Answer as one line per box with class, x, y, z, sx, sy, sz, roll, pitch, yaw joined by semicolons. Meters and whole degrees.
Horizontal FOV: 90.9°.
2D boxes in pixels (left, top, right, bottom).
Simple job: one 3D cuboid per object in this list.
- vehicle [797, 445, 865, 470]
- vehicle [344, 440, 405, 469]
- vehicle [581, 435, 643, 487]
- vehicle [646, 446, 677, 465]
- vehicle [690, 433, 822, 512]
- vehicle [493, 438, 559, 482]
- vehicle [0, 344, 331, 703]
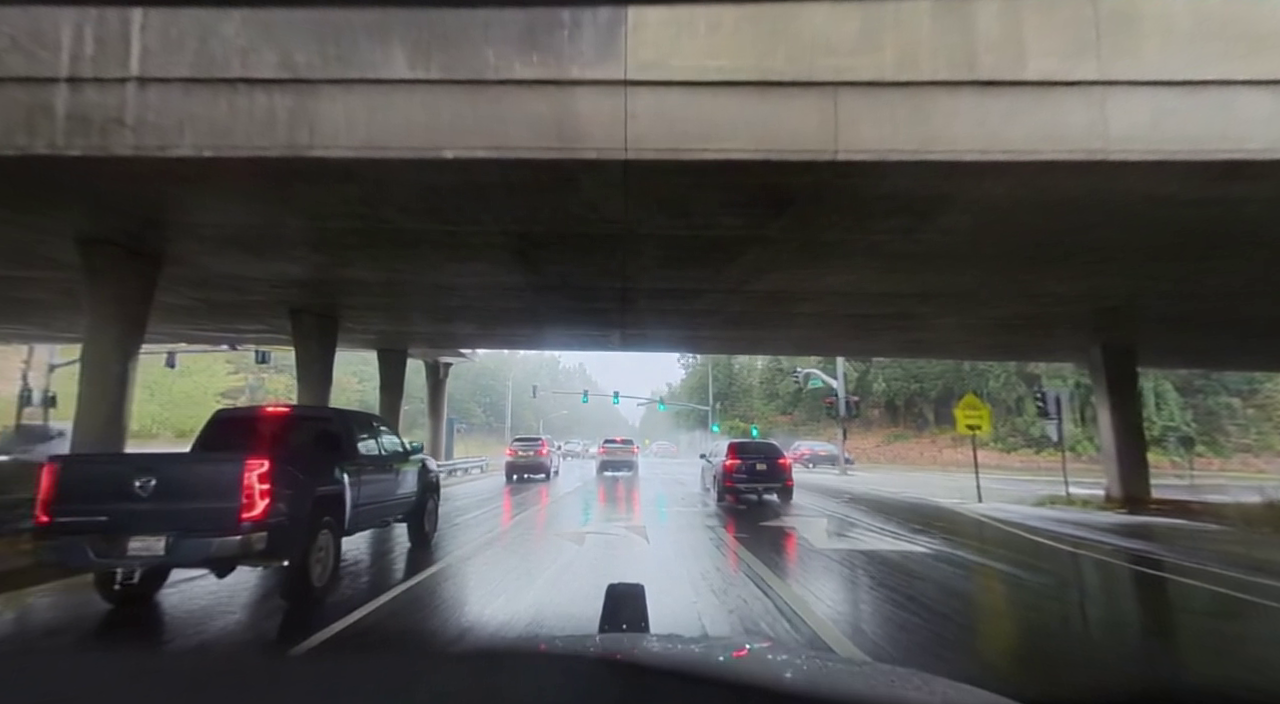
vehicle;14.864;8.237;49.214;4.618;1.705;2.061;2;-10;-1
vehicle;-16.727;6.459;39.983;2.089;1.684;4.521;0;-8;-3
vehicle;-0.978;4.022;23.476;2.097;1.748;3.794;0;-8;-1
vehicle;1.647;8.176;49.883;2.026;1.457;3.969;1;-8;-5
vehicle;2.770;3.044;16.602;2.234;1.720;5.378;0;-8;-2
vehicle;-4.777;4.554;26.968;2.127;1.720;4.064;0;-8;-1
vehicle;-4.204;1.008;4.021;2.074;1.814;4.596;0;-8;0
